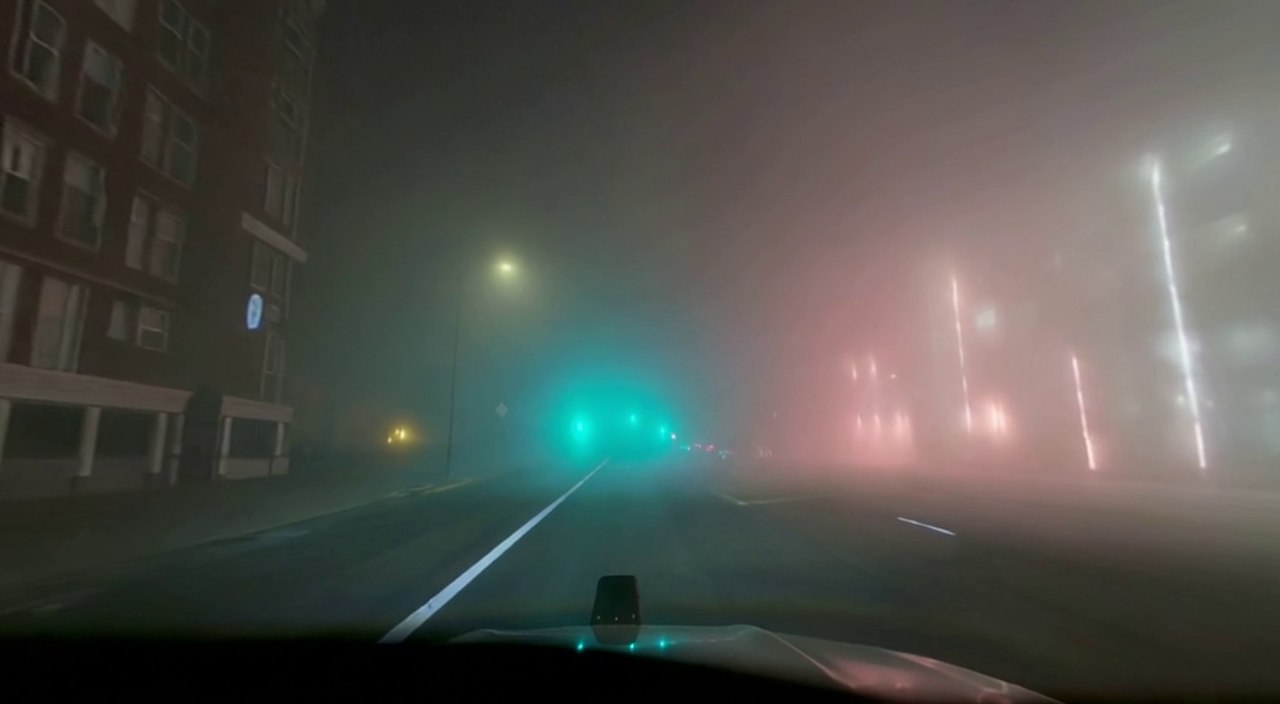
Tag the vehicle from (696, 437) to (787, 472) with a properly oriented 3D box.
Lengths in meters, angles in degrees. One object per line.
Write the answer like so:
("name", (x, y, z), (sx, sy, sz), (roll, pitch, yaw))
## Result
("vehicle", (4.697, 4.676, 29.022), (3.844, 1.524, 1.847), (5, -9, -31))
